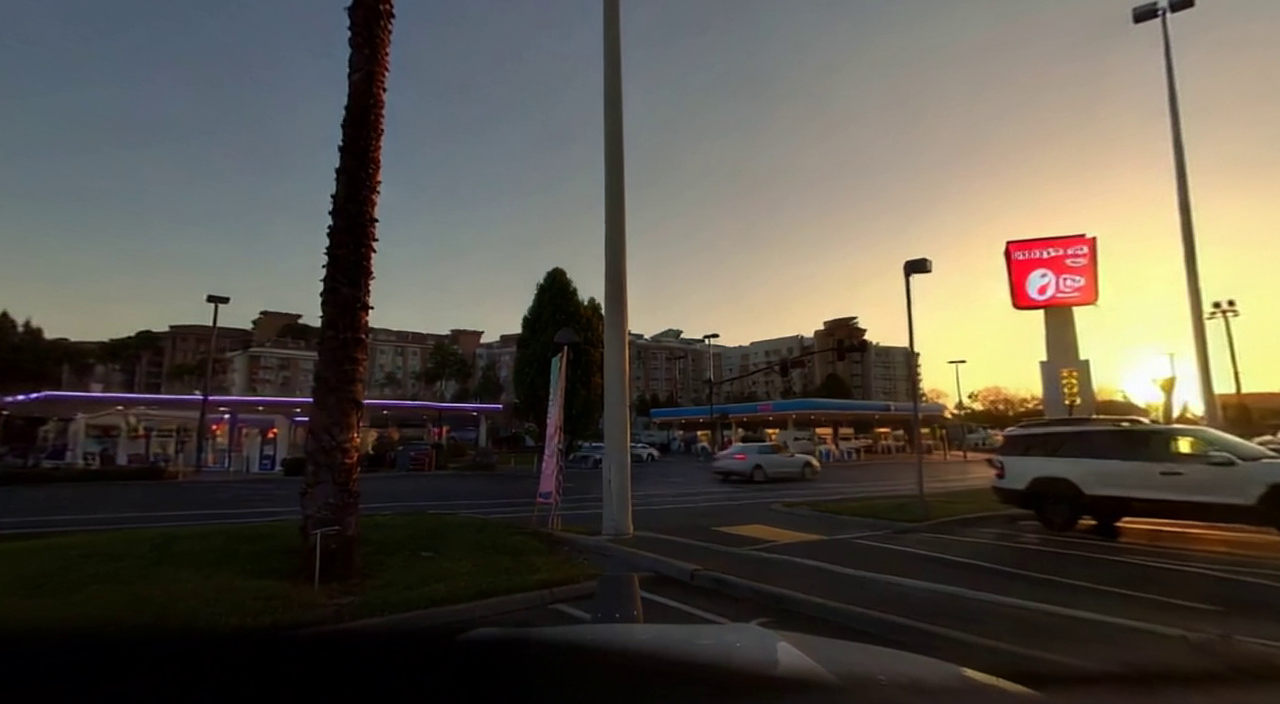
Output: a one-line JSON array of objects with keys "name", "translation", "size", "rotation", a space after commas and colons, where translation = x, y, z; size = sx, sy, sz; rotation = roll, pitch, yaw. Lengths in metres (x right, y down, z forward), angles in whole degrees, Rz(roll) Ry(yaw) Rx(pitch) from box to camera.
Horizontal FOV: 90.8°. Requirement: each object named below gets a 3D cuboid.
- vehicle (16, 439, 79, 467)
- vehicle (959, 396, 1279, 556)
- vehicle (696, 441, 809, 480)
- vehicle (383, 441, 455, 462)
[{"name": "vehicle", "translation": [-33.610, 5.740, 35.948], "size": [1.901, 1.463, 3.948], "rotation": [6, -10, -34]}, {"name": "vehicle", "translation": [7.541, 1.695, 9.103], "size": [2.028, 1.850, 4.731], "rotation": [6, -10, -35]}, {"name": "vehicle", "translation": [4.845, 4.561, 26.891], "size": [4.758, 1.497, 1.856], "rotation": [5, -10, -34]}, {"name": "vehicle", "translation": [-16.768, 7.539, 48.060], "size": [4.764, 1.523, 1.849], "rotation": [6, -10, -34]}]
